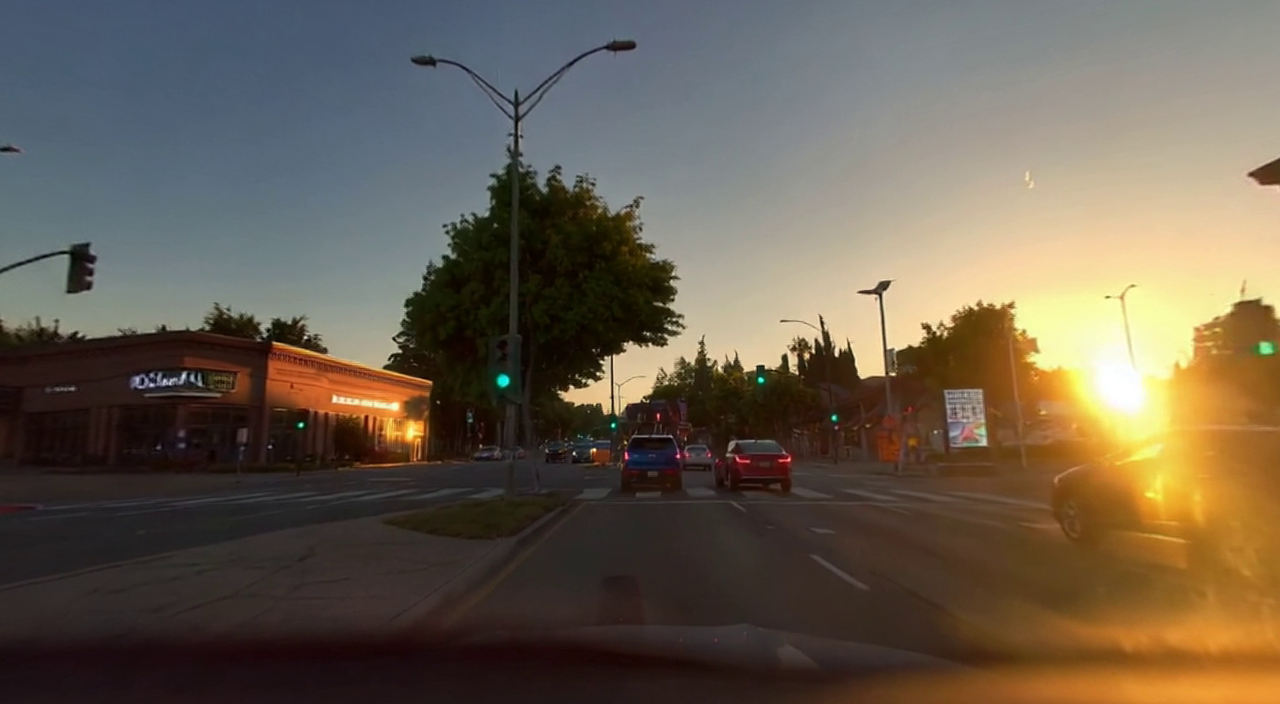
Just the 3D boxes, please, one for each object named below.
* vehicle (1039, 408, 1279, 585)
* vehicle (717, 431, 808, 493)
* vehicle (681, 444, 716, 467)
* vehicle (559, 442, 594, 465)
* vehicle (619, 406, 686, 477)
[{"bbox_3d":[7.167,1.596,7.436,1.982,1.698,4.408,0,-8,0],"label":"vehicle"},{"bbox_3d":[3.764,3.472,20.210,2.025,1.754,4.311,0,-8,0],"label":"vehicle"},{"bbox_3d":[3.976,7.129,43.499,1.967,1.515,4.378,0,-8,-1],"label":"vehicle"},{"bbox_3d":[-4.372,7.077,43.918,2.001,1.518,4.316,0,-8,-1],"label":"vehicle"},{"bbox_3d":[0.457,3.456,24.312,2.370,2.518,3.858,0,-8,1],"label":"vehicle"}]
